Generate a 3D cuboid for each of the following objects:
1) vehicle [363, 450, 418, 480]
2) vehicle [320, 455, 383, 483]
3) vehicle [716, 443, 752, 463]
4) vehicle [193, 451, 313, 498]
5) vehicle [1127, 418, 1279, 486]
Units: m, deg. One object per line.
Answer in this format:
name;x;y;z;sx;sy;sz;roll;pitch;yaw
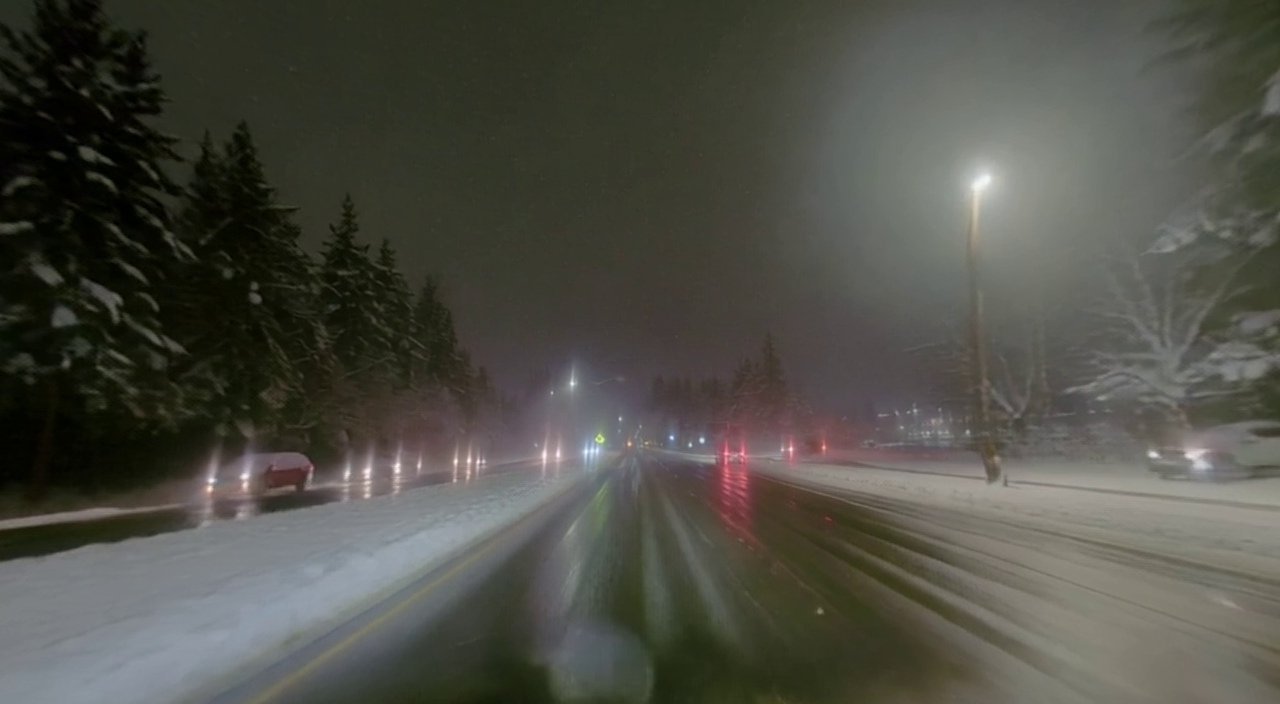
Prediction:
vehicle;-17.799;8.022;45.336;1.926;1.684;5.378;-3;-7;-1
vehicle;-17.892;7.240;39.410;1.851;1.563;4.336;0;-8;-1
vehicle;7.282;7.909;49.482;1.961;1.465;4.468;0;-8;-2
vehicle;-17.726;5.604;29.393;1.999;1.875;5.842;0;-8;-2
vehicle;14.628;2.422;15.381;3.979;1.523;1.792;0;-8;-1
